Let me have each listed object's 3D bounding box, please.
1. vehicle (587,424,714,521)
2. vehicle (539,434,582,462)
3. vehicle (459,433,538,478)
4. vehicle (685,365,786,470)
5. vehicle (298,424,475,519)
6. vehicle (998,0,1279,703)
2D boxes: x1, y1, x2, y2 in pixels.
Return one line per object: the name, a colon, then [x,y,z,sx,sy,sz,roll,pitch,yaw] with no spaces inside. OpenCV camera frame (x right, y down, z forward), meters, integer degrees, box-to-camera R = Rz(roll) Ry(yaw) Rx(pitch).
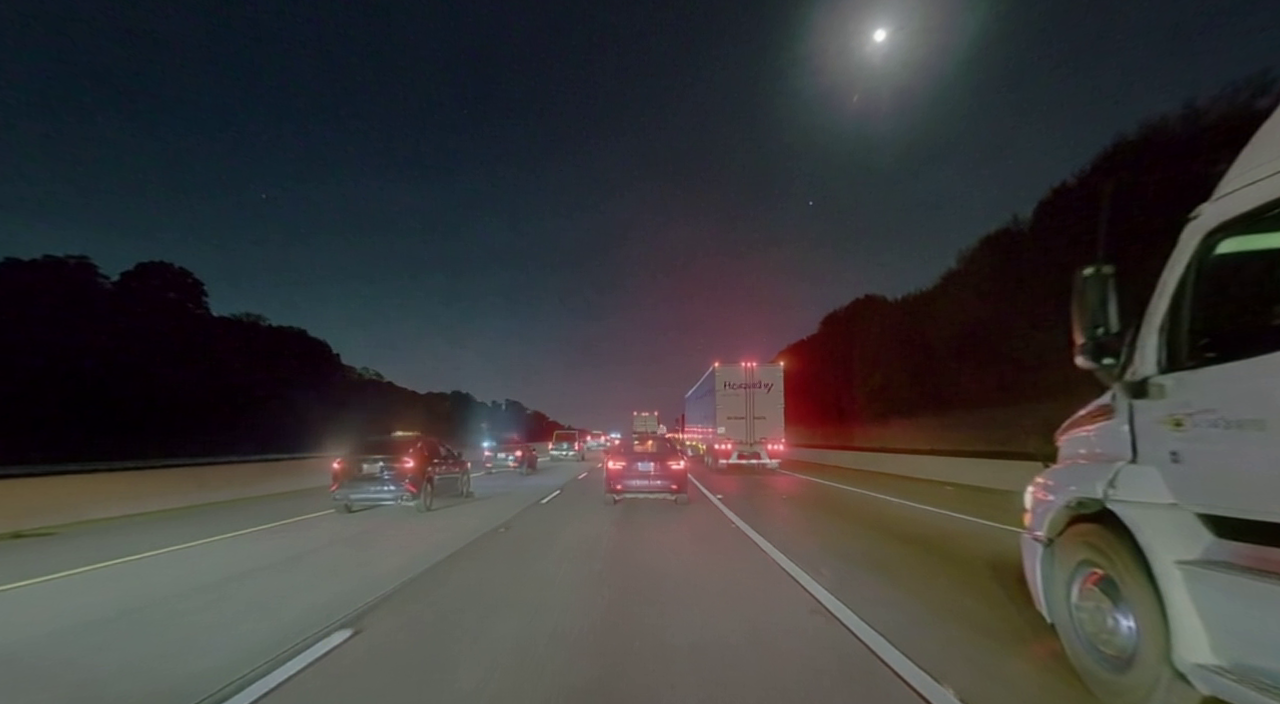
vehicle: [0.152,2.122,11.654,1.973,1.505,3.568,0,-8,0]
vehicle: [-4.562,5.577,36.868,1.887,1.493,4.411,0,-8,1]
vehicle: [-4.979,3.676,22.743,1.880,1.458,3.978,0,-8,1]
vehicle: [4.230,3.503,31.766,2.892,4.101,14.252,0,-8,0]
vehicle: [-4.602,2.190,12.105,1.821,1.514,3.677,0,-8,1]
vehicle: [3.954,-0.186,1.082,2.982,3.860,6.011,0,-8,0]
